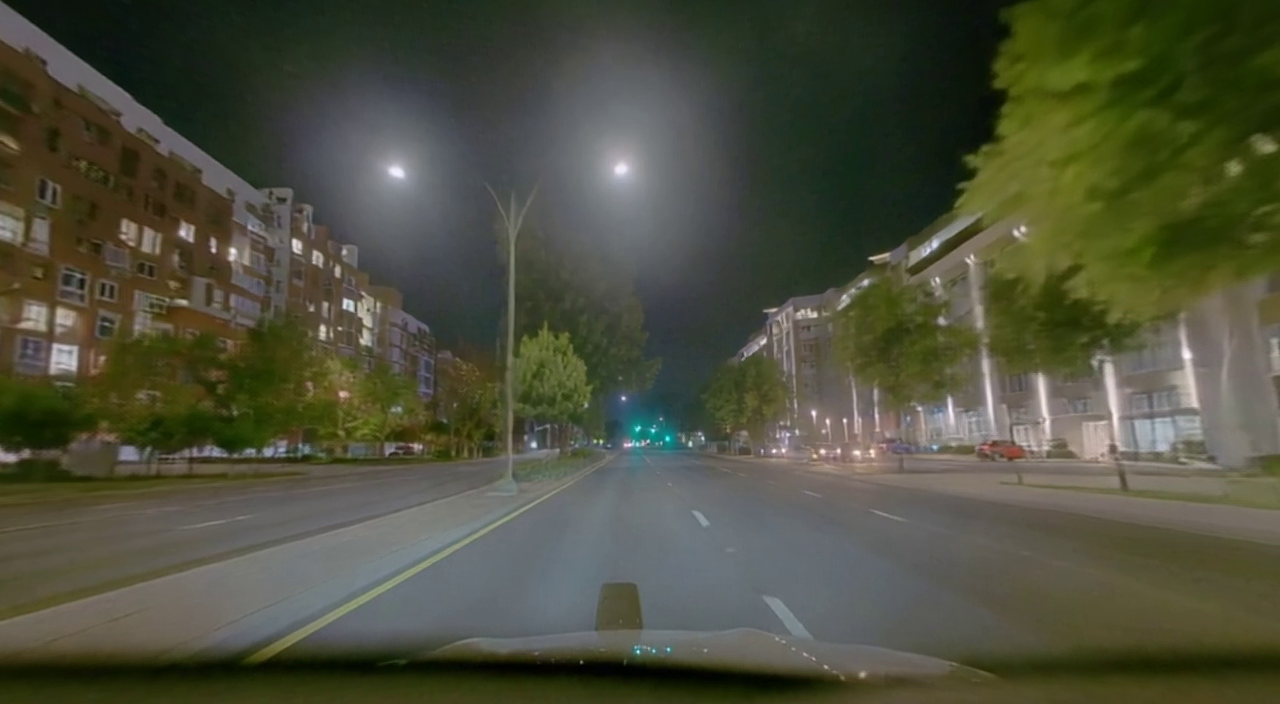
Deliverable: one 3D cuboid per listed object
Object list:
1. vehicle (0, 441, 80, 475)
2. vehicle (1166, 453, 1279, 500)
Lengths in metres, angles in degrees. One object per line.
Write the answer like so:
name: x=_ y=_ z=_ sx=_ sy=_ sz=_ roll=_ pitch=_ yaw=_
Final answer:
vehicle: x=-29.890 y=5.015 z=29.965 sx=4.693 sy=1.572 sz=1.999 roll=0 pitch=-9 yaw=0
vehicle: x=20.519 y=4.080 z=20.946 sx=4.363 sy=1.427 sz=1.963 roll=0 pitch=-9 yaw=0
